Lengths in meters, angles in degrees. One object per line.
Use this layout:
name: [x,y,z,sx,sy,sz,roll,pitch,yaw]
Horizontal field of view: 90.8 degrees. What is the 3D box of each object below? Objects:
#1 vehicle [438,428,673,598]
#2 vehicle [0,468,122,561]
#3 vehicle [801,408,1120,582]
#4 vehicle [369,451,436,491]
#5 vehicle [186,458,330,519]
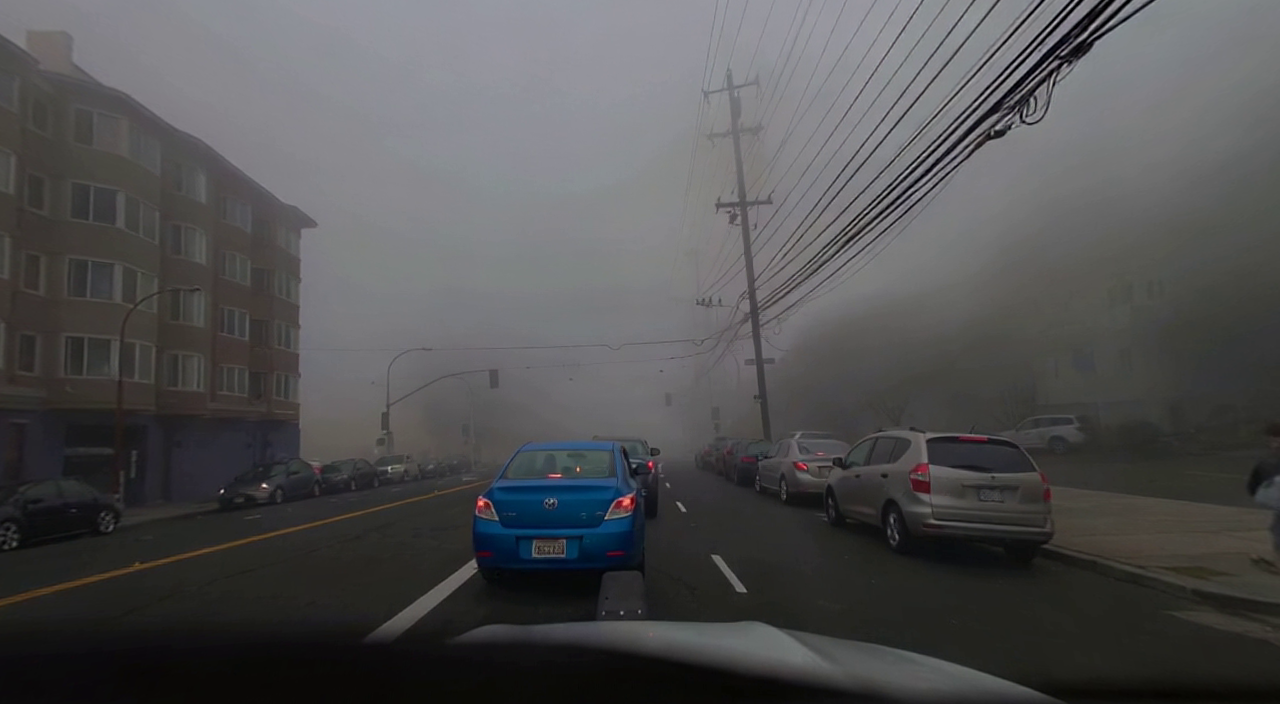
vehicle: [-0.708,1.735,7.814,2.019,1.453,4.603,0,-8,1]
vehicle: [-11.921,2.900,11.018,1.850,1.487,4.711,-2,-8,-1]
vehicle: [3.794,1.761,8.613,1.967,1.721,4.410,0,-8,-1]
vehicle: [-11.912,5.947,31.947,2.011,1.687,4.079,-3,-8,-2]
vehicle: [-11.865,4.226,20.043,1.868,1.491,4.367,-4,-8,0]
